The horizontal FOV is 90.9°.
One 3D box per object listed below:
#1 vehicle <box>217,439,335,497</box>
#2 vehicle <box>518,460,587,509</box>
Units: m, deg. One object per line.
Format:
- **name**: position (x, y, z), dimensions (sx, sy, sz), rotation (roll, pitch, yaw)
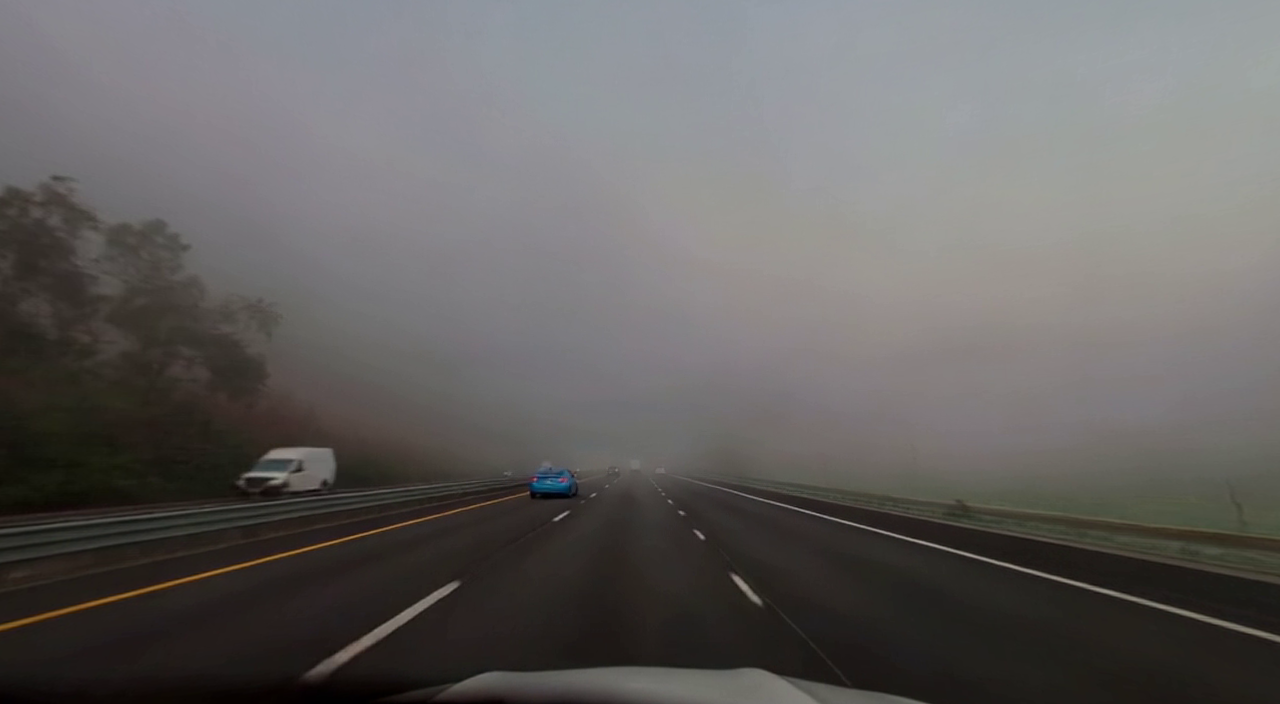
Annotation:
- **vehicle**: position (-19.369, 6.287, 34.054), dimensions (2.562, 2.777, 6.237), rotation (-1, -11, 0)
- **vehicle**: position (-2.983, 4.638, 22.324), dimensions (1.797, 1.532, 4.072), rotation (1, -10, 1)
